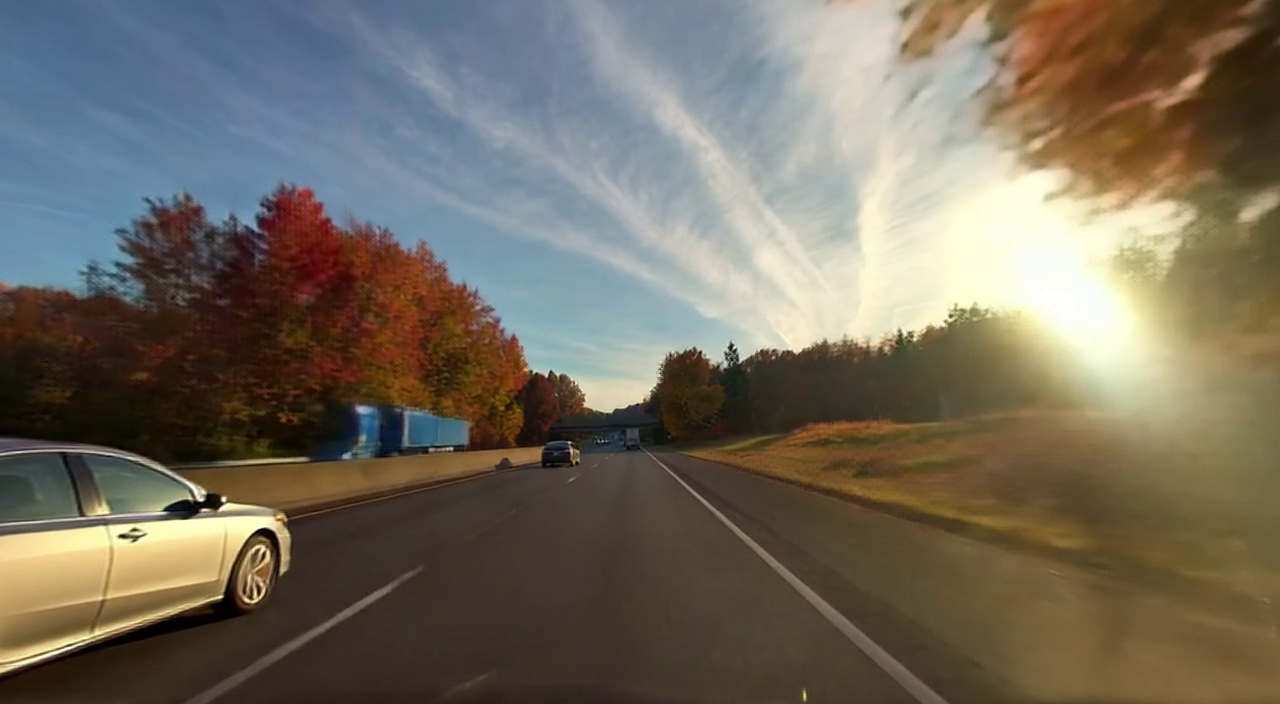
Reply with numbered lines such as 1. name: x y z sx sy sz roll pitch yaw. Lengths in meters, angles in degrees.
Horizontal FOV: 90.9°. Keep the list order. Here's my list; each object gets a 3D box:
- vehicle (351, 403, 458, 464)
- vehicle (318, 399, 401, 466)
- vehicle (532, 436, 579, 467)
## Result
1. vehicle: -17.306 6.289 47.909 2.878 3.898 13.768 0 -8 0
2. vehicle: -17.178 4.986 38.891 2.983 3.859 4.101 0 -8 1
3. vehicle: -4.498 5.362 34.165 2.002 1.553 4.247 0 -8 0
